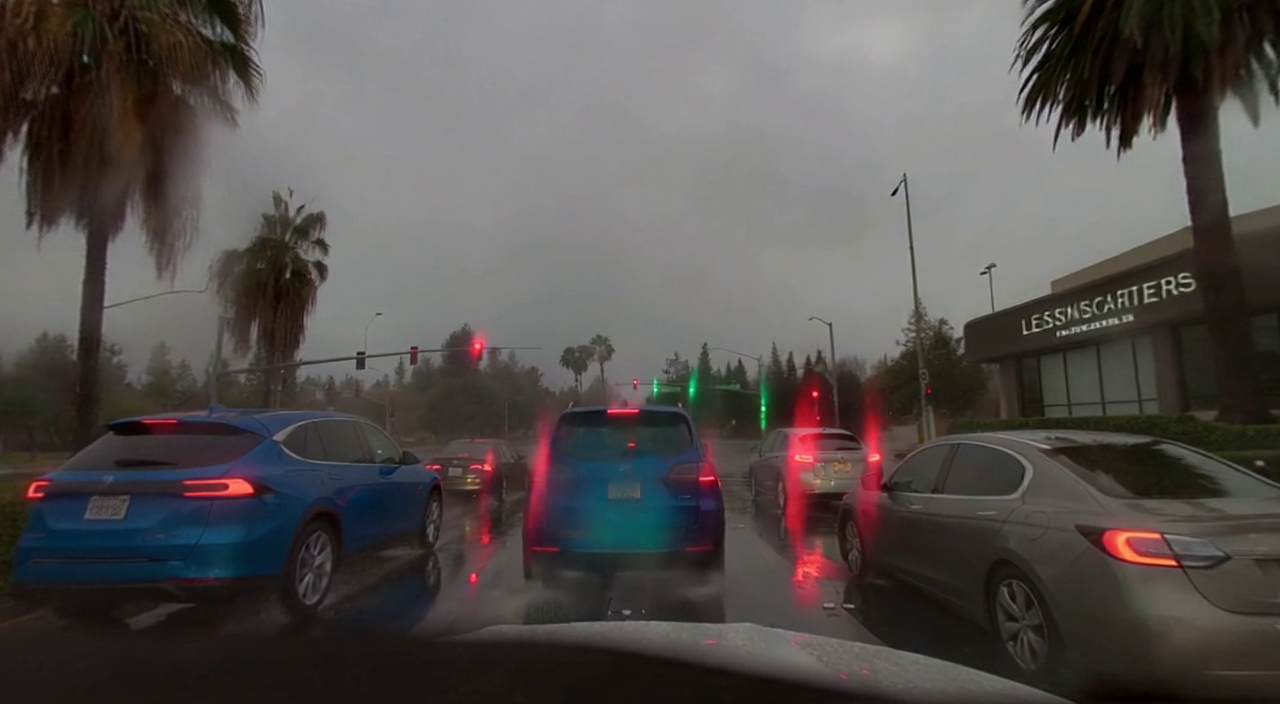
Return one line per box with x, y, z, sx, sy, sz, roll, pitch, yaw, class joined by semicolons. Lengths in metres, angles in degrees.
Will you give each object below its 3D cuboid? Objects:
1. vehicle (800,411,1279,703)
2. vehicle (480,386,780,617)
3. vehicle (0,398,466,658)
2.973;1.368;5.253;2.017;1.491;4.611;0;-8;-1;vehicle
-0.138;1.459;7.069;2.280;1.747;4.361;0;-8;-2;vehicle
-3.353;1.378;6.053;2.014;1.534;4.455;0;-8;1;vehicle
